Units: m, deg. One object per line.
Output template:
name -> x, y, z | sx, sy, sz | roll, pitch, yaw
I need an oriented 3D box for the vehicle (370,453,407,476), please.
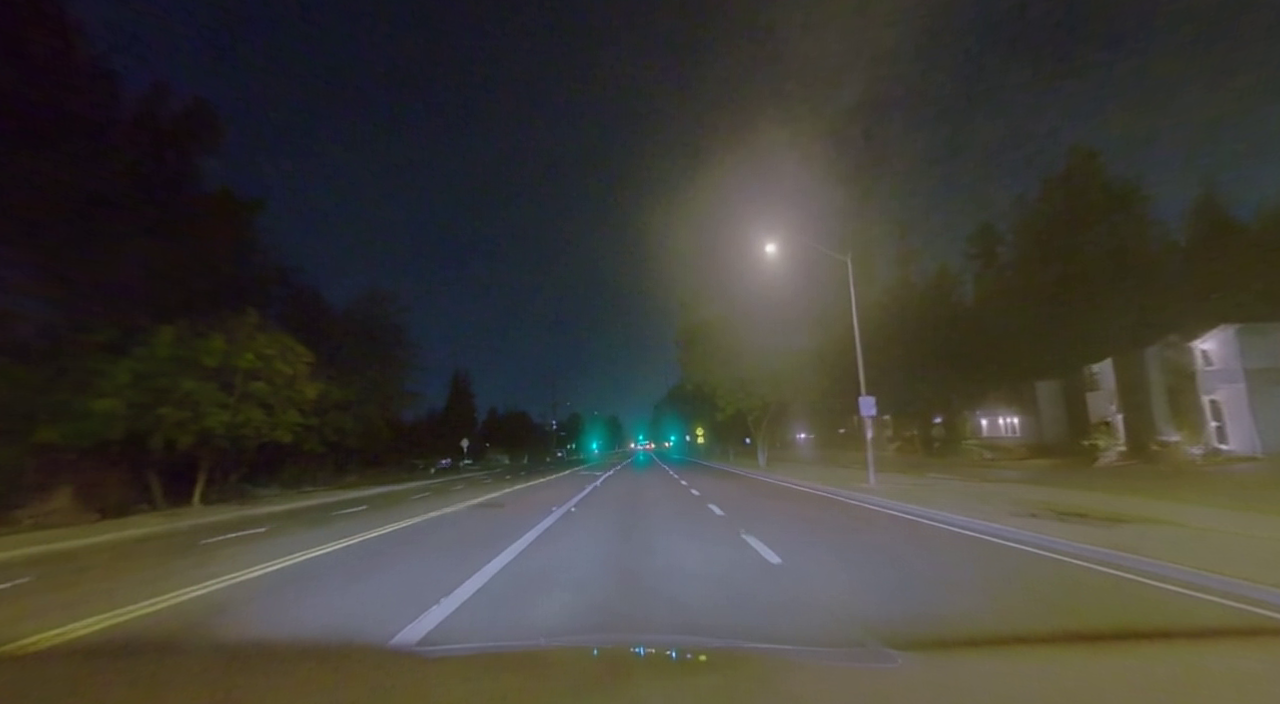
vehicle -> -19.039, 8.513, 47.834 | 2.012, 1.572, 3.830 | 1, -8, -13

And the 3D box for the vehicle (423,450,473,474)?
vehicle -> -14.012, 8.059, 46.293 | 2.199, 1.592, 4.492 | -1, -8, 1
